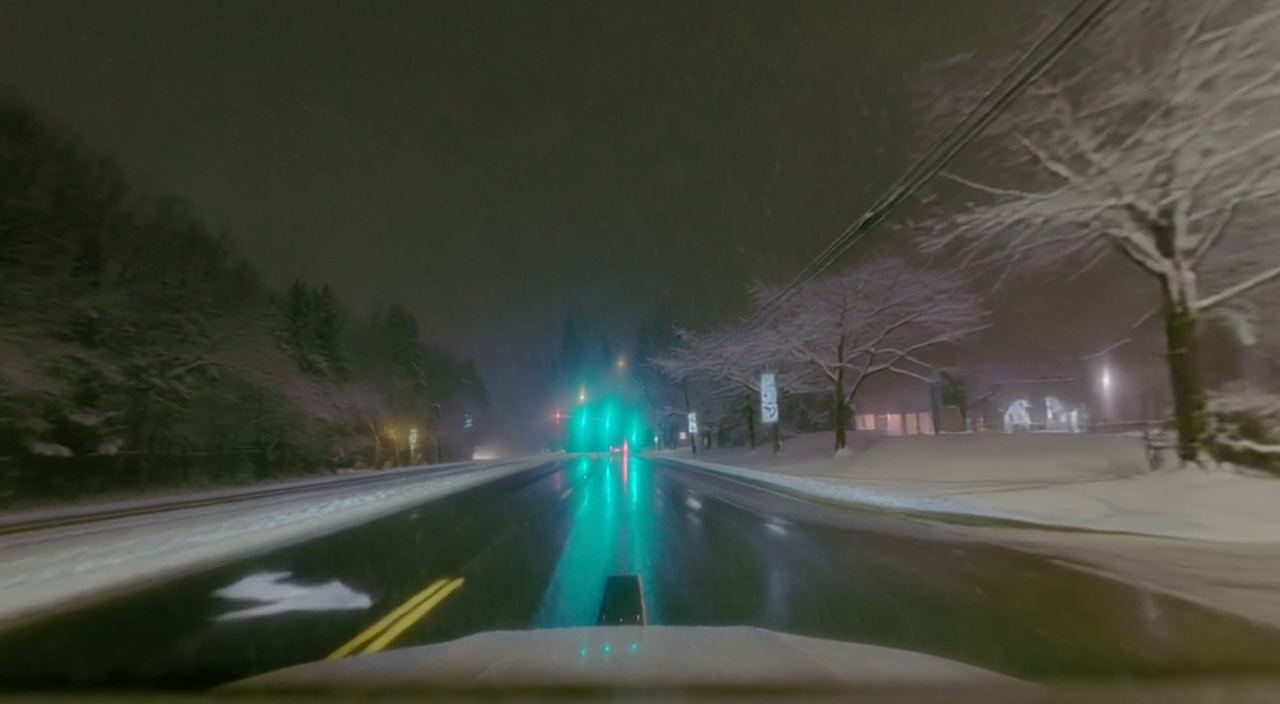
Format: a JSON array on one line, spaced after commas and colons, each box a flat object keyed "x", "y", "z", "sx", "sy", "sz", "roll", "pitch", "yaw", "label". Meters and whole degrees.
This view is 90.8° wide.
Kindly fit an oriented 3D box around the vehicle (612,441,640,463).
[{"x": -1.089, "y": 7.616, "z": 48.256, "sx": 2.045, "sy": 1.613, "sz": 4.210, "roll": 0, "pitch": -8, "yaw": -1, "label": "vehicle"}]
